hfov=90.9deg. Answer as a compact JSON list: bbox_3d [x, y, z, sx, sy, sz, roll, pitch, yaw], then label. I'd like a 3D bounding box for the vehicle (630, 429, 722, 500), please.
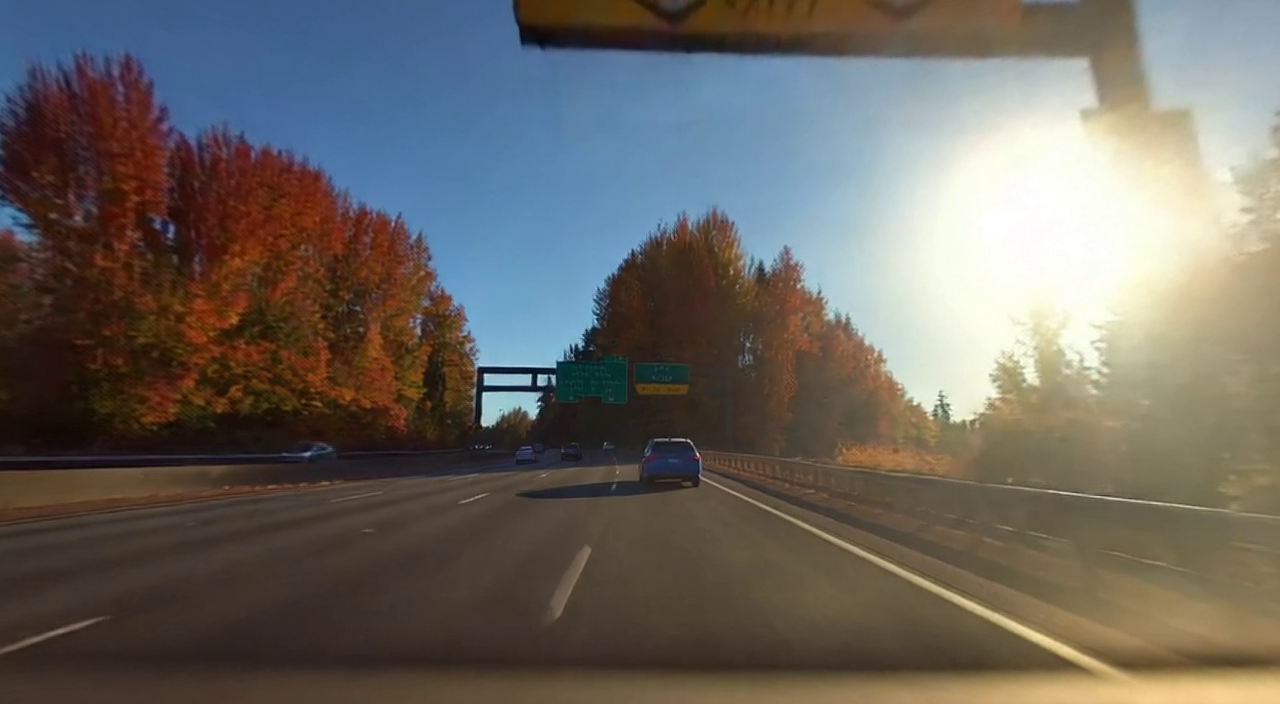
[{"bbox_3d":[0.853,3.083,17.651,2.120,1.706,4.226,0,-8,-3],"label":"vehicle"}]

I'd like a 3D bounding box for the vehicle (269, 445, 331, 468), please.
[{"bbox_3d":[-24.044,7.402,44.817,1.939,1.519,4.600,0,-8,-2],"label":"vehicle"}]
